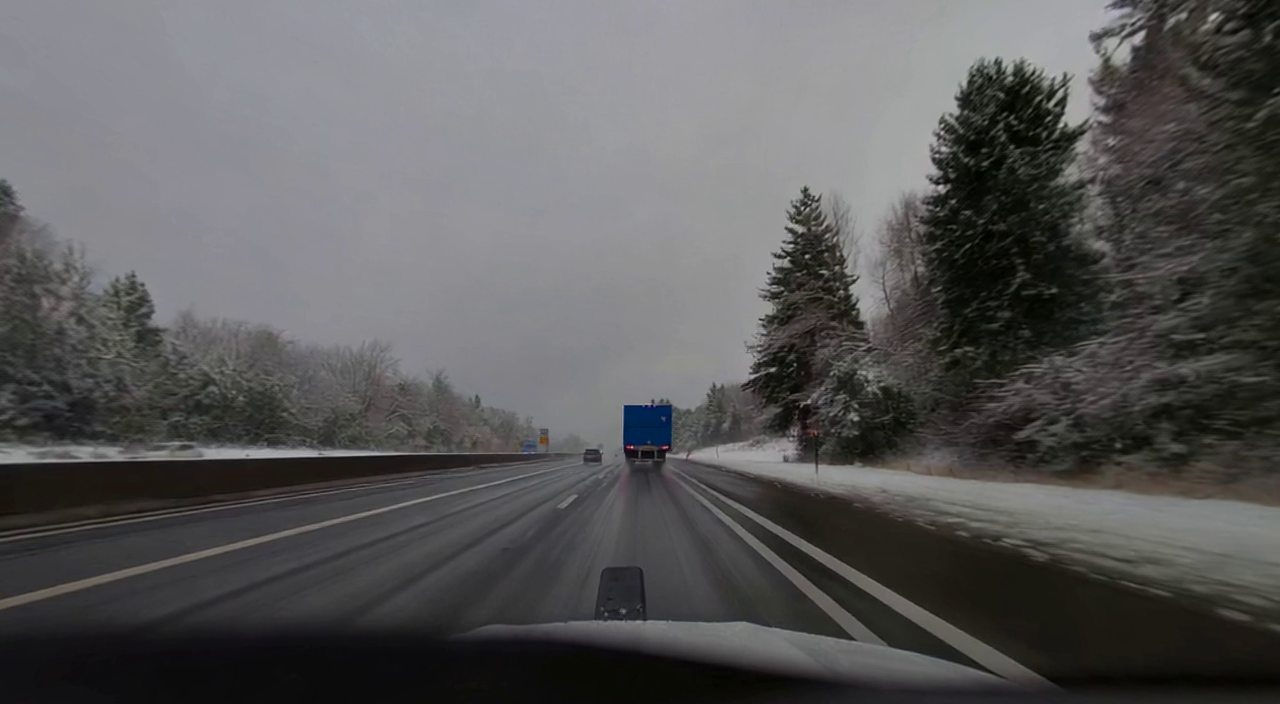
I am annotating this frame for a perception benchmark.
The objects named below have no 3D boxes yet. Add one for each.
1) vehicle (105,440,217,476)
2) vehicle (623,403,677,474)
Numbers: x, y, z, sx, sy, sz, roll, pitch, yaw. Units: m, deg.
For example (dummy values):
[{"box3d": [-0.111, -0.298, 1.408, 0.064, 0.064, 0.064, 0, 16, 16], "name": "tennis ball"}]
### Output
[{"box3d": [-22.479, 4.992, 29.804, 1.855, 1.527, 4.365, 0, -9, 0], "name": "vehicle"}, {"box3d": [0.416, 5.743, 41.255, 3.055, 4.009, 10.972, 0, -9, -2], "name": "vehicle"}]
